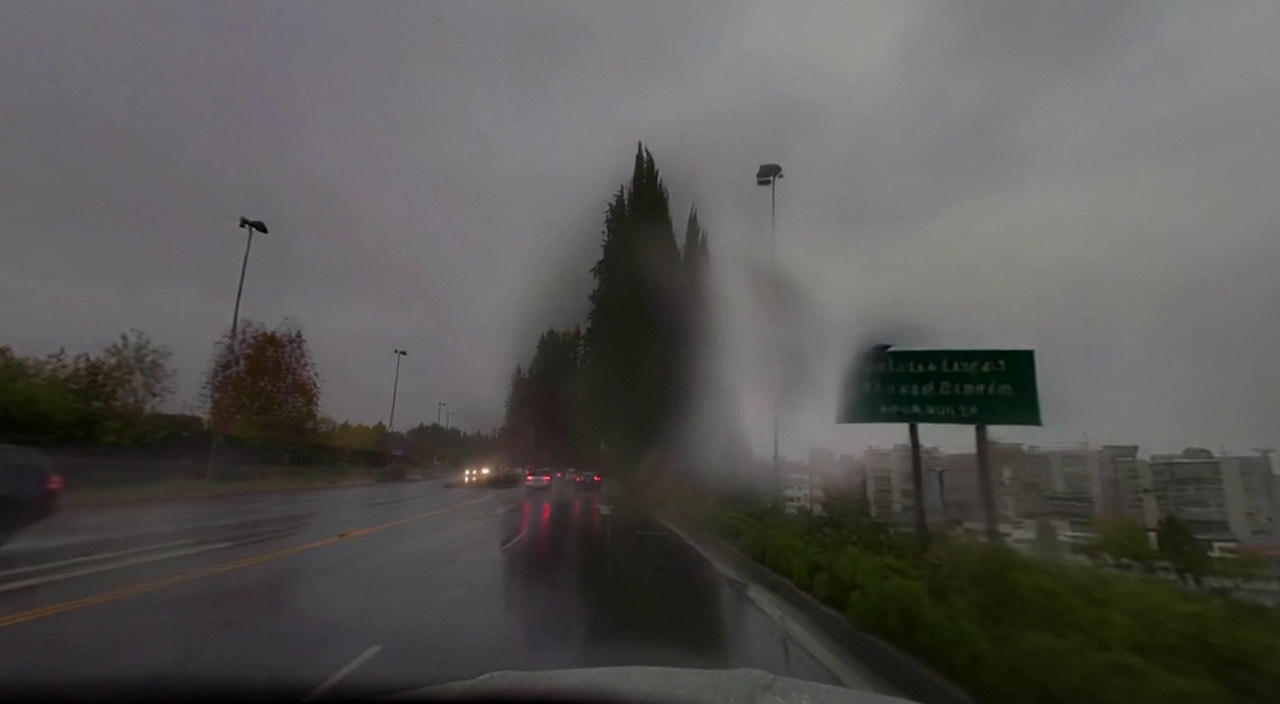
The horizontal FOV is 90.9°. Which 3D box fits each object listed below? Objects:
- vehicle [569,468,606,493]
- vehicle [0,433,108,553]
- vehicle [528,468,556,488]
[{"bbox_3d":[-3.571,8.541,42.014,2.129,1.471,4.258,3,-11,-8],"label":"vehicle"},{"bbox_3d":[-10.057,1.869,8.324,2.183,1.665,4.498,2,-11,-3],"label":"vehicle"},{"bbox_3d":[-7.770,9.957,49.960,2.030,1.441,4.806,3,-11,-8],"label":"vehicle"}]
